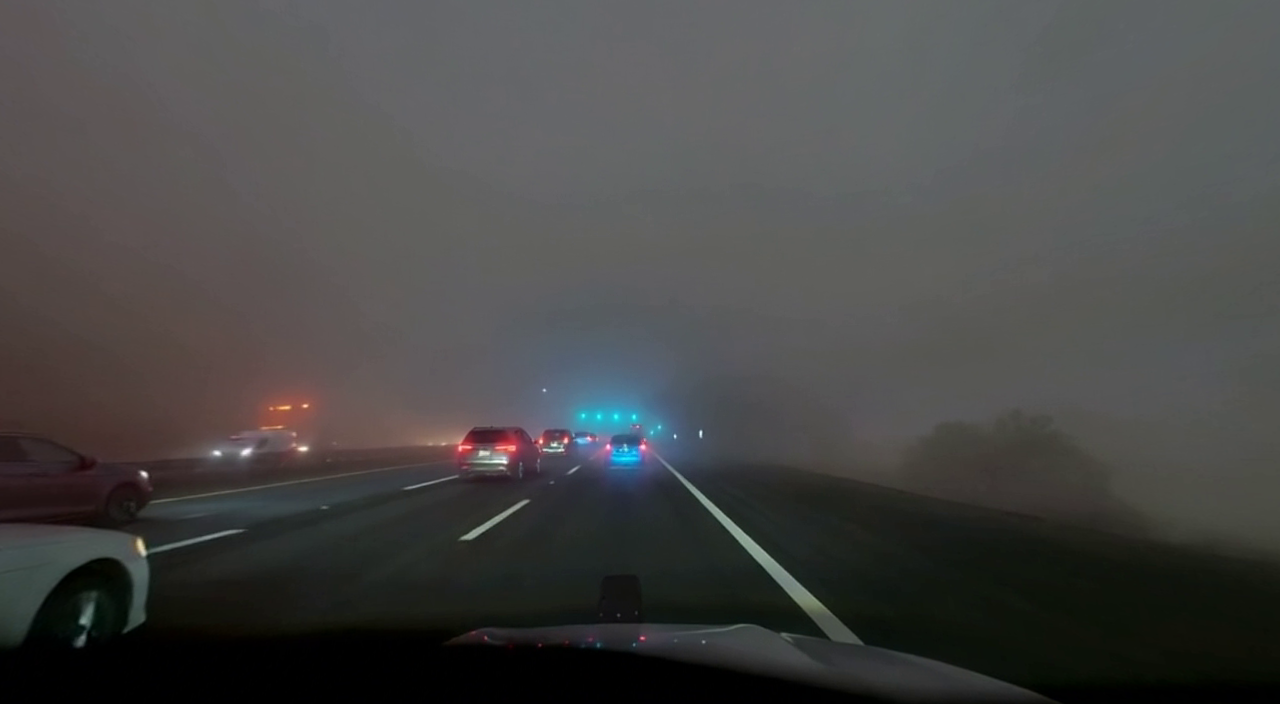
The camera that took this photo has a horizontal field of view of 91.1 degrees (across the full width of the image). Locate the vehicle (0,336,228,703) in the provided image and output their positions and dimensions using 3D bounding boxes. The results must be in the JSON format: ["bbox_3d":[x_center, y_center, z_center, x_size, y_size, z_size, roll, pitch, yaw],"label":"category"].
[{"bbox_3d":[-3.759,0.696,1.925,2.107,1.703,4.274,0,-8,-1],"label":"vehicle"}]

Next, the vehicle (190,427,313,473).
[{"bbox_3d":[-15.486,3.906,25.435,2.078,1.665,4.538,0,-8,0],"label":"vehicle"}]

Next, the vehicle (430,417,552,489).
[{"bbox_3d":[-3.878,2.718,17.312,2.154,1.690,4.595,0,-8,1],"label":"vehicle"}]

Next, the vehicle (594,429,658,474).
[{"bbox_3d":[-0.481,3.484,22.360,2.070,1.452,3.834,0,-8,-1],"label":"vehicle"}]

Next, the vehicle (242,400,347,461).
[{"bbox_3d":[-24.070,5.574,44.356,3.143,3.921,7.226,0,-8,0],"label":"vehicle"}]
